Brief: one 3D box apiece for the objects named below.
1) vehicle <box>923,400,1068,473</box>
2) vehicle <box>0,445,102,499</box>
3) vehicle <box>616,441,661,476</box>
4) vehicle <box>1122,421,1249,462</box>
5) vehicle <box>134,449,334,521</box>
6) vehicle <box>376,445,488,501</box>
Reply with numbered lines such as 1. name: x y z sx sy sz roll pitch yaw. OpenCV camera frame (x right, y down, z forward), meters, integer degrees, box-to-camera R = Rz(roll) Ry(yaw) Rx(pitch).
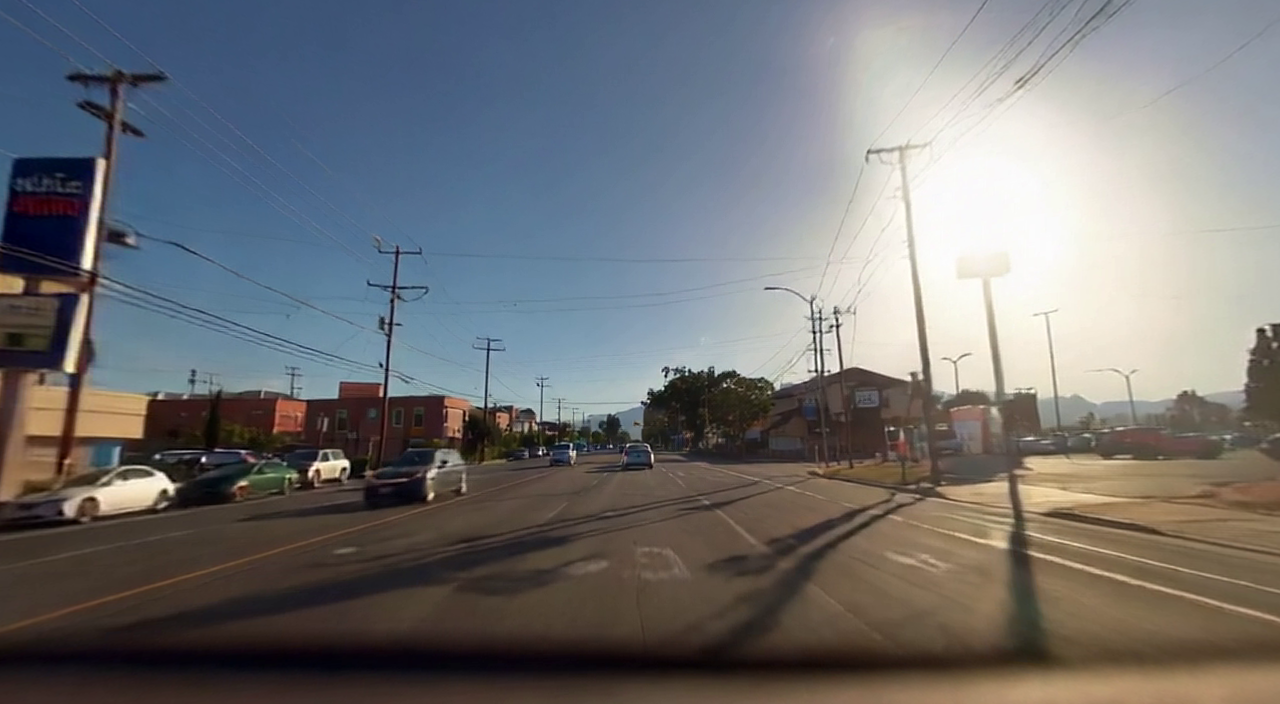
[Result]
1. vehicle: 13.987 3.440 25.488 2.449 2.564 5.877 0 -8 1
2. vehicle: -20.787 3.963 21.146 1.911 1.663 4.115 0 -8 -1
3. vehicle: -0.058 5.249 31.426 2.067 1.547 4.513 0 -8 0
4. vehicle: 27.742 4.587 32.407 2.024 1.827 4.995 -3 -8 1
5. vehicle: -9.792 3.195 15.837 1.888 1.465 4.701 0 -8 0
6. vehicle: -6.162 3.608 19.327 1.923 1.472 4.342 0 -8 0
